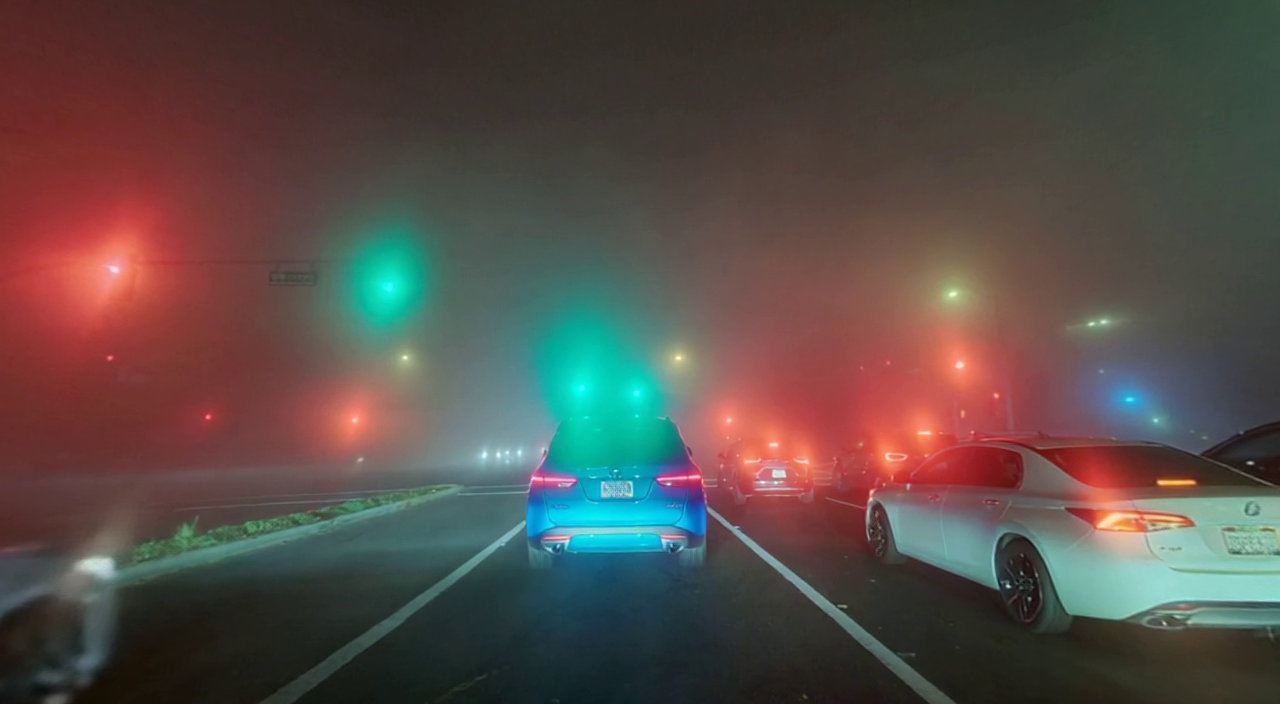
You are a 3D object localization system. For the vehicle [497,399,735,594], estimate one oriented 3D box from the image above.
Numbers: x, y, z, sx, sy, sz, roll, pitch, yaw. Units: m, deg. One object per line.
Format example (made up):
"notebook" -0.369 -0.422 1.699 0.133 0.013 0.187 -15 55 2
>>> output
"vehicle" -0.274 1.560 7.625 2.101 1.707 3.904 0 -8 -2

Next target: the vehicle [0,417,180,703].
"vehicle" -3.680 0.816 1.333 2.063 1.454 4.553 0 -8 -2

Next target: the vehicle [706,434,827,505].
"vehicle" 2.960 2.856 15.770 1.950 1.506 4.086 0 -8 -3

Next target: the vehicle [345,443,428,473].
"vehicle" -16.170 6.714 40.263 4.972 1.794 2.186 -5 -10 29

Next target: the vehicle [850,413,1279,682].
"vehicle" 3.612 1.397 5.693 1.861 1.478 4.185 0 -8 -2
